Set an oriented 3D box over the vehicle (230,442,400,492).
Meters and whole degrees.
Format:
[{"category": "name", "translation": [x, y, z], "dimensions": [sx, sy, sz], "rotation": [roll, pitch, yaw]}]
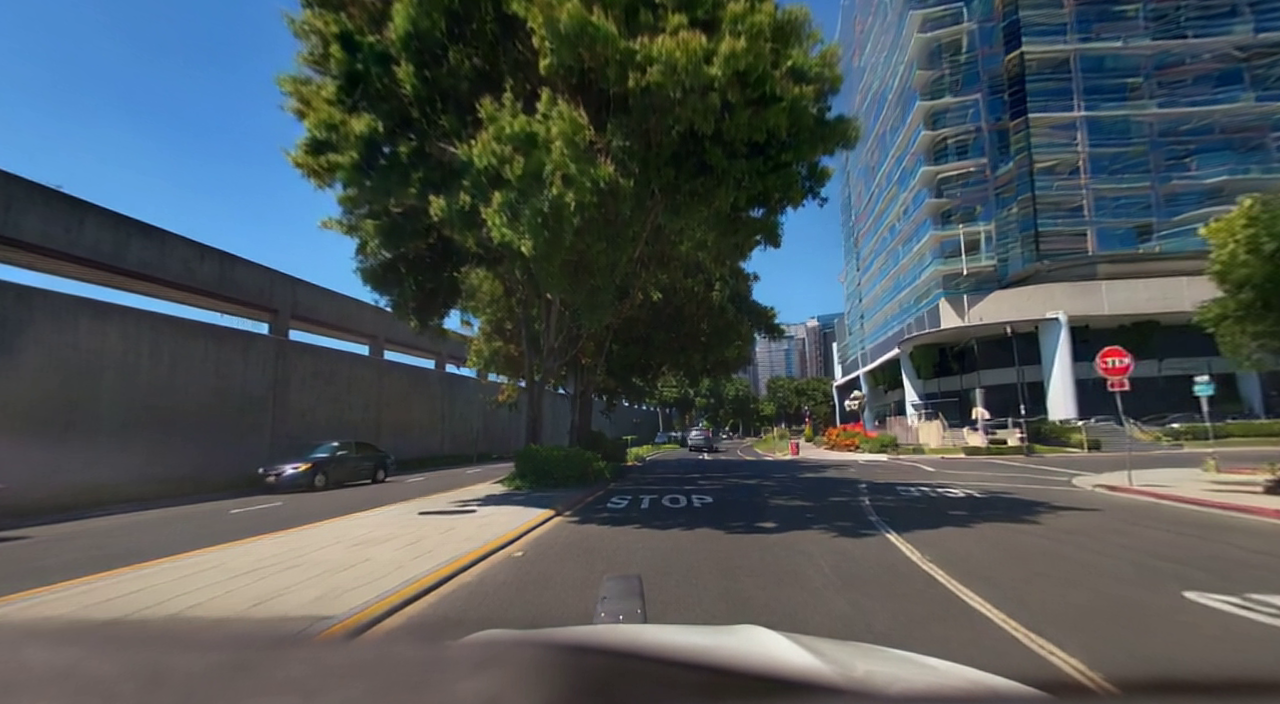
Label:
[{"category": "vehicle", "translation": [-10.650, 3.732, 20.881], "dimensions": [4.694, 1.447, 2.137], "rotation": [5, -10, -30]}]
